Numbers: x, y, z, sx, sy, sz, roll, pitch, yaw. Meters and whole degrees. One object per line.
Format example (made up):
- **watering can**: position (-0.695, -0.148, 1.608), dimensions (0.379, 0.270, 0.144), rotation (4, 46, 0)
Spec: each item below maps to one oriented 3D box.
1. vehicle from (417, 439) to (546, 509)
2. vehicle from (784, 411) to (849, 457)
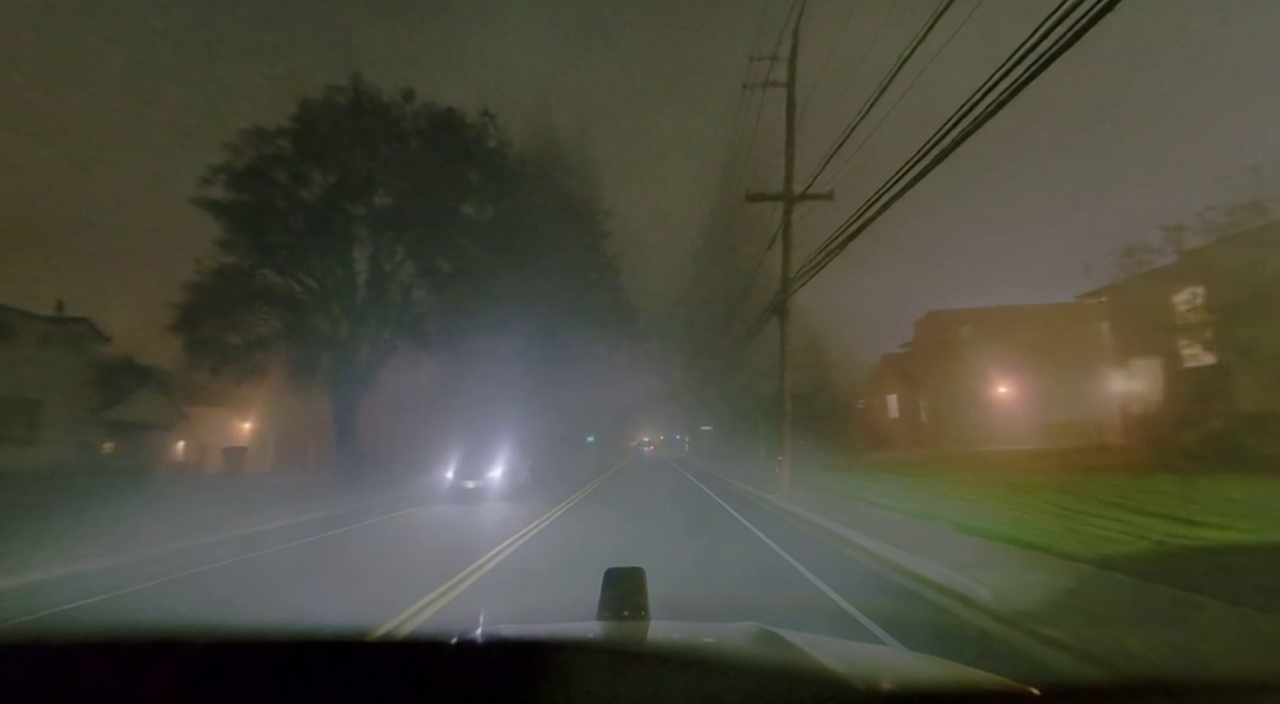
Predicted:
- **vehicle**: position (-3.747, 2.969, 15.844), dimensions (2.028, 1.488, 4.392), rotation (-1, -8, 1)
- **vehicle**: position (7.897, 3.772, 28.674), dimensions (1.878, 1.743, 4.556), rotation (-6, -9, 4)
